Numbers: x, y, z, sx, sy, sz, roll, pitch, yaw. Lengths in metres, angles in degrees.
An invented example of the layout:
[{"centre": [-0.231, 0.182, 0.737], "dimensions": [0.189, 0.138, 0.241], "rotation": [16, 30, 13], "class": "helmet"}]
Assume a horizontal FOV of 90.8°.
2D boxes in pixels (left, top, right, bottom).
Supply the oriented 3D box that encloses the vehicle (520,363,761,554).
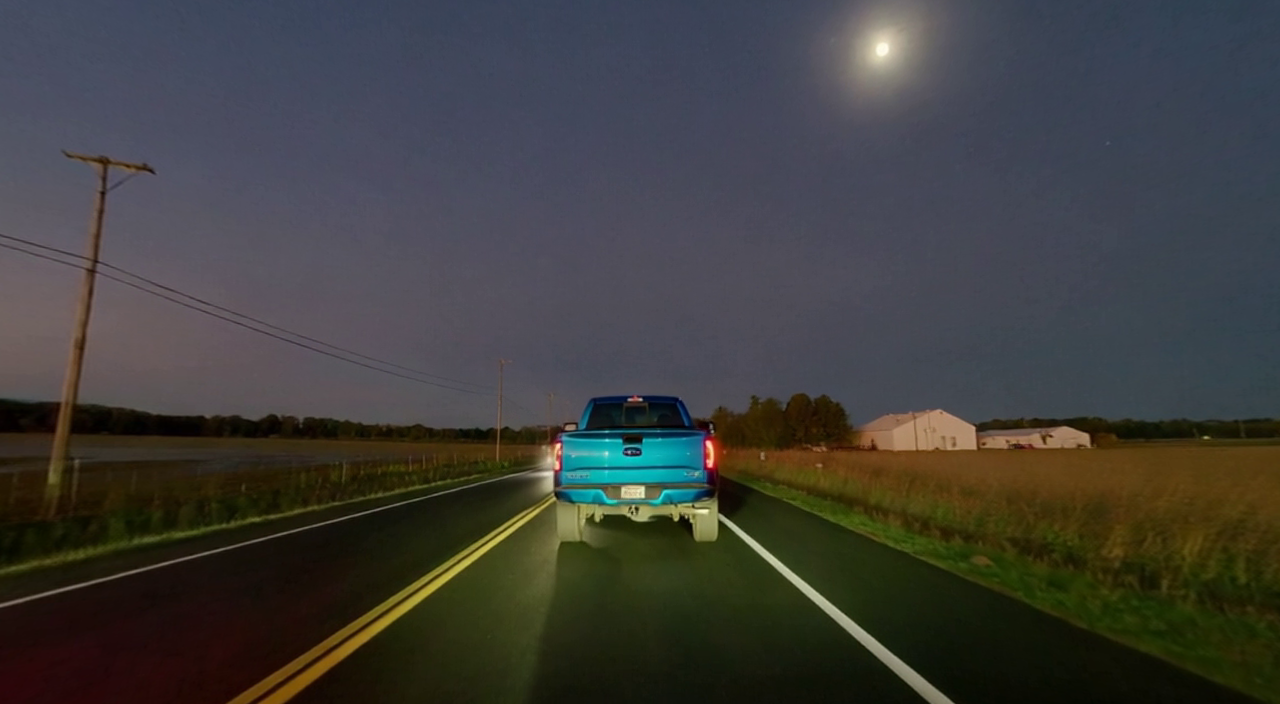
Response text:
[{"centre": [-0.074, 1.818, 11.411], "dimensions": [2.912, 2.320, 7.292], "rotation": [0, -8, -1], "class": "vehicle"}]
